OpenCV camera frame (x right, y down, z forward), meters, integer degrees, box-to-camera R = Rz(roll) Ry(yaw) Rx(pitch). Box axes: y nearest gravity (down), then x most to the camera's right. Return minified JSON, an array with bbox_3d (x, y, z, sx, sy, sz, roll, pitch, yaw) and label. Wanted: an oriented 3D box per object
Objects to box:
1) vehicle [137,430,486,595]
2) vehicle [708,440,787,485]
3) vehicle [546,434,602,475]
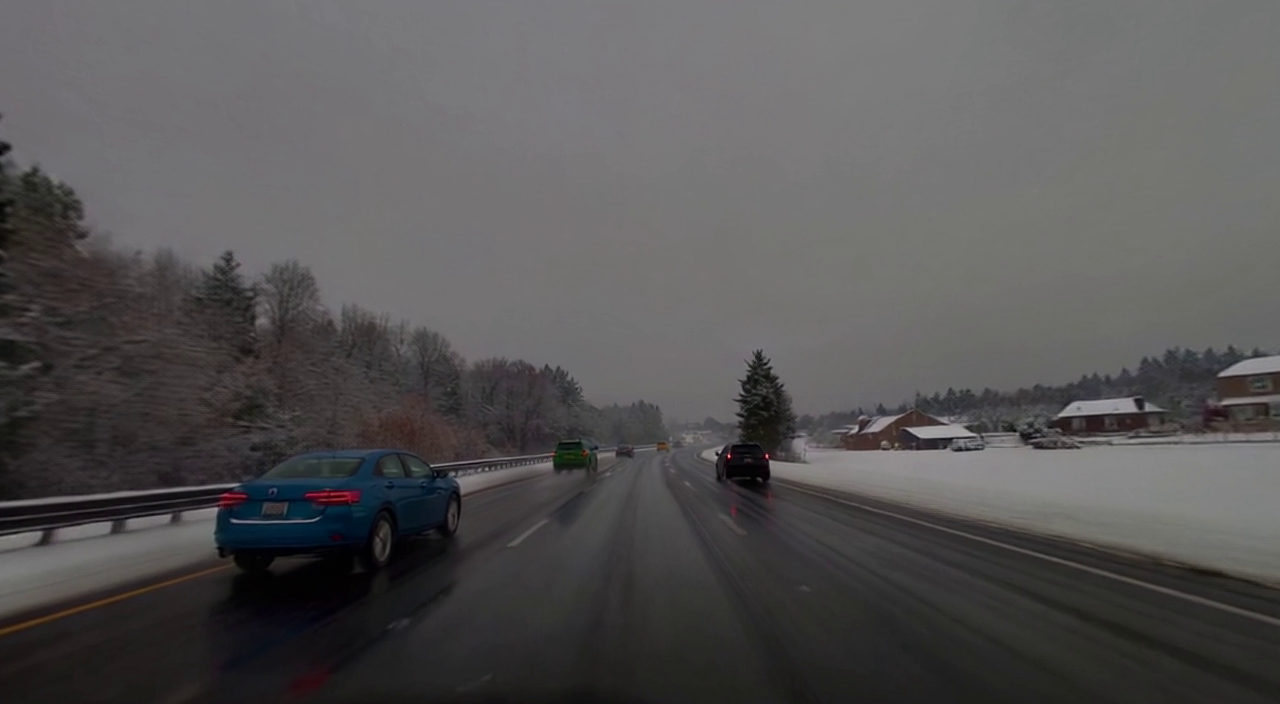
[{"bbox_3d":[-3.539,1.791,8.005,1.948,1.475,4.461,0,-8,1],"label":"vehicle"},{"bbox_3d":[3.812,3.996,23.211,2.100,1.472,4.533,0,-8,0],"label":"vehicle"},{"bbox_3d":[-3.153,5.047,31.203,2.122,1.847,4.696,0,-9,2],"label":"vehicle"}]
